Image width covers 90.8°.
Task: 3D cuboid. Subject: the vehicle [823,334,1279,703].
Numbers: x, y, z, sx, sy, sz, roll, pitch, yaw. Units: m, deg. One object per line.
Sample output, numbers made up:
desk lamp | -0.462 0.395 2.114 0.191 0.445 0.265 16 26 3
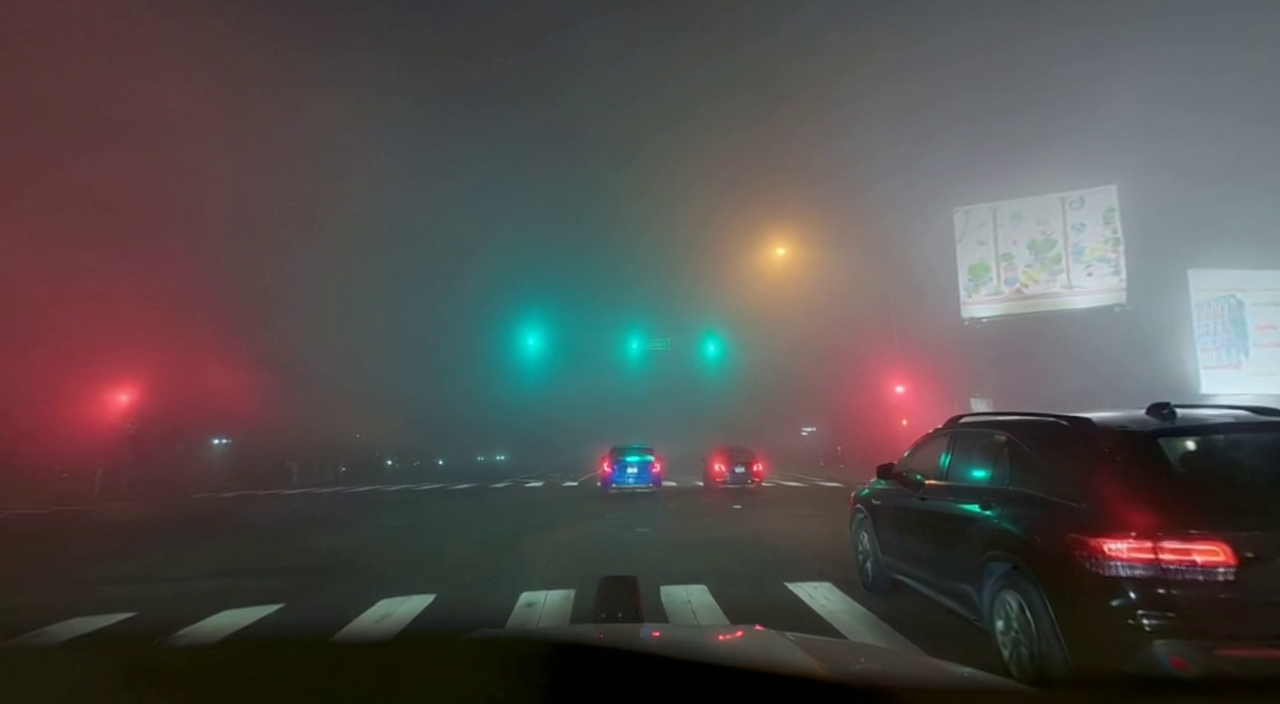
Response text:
vehicle | 3.001 1.132 4.435 2.047 1.785 4.357 0 -8 -1

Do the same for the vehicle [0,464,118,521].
vehicle | -19.167 4.329 19.733 1.942 1.453 4.448 -1 -8 0

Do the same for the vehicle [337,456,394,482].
vehicle | -19.160 8.151 44.342 1.942 1.628 4.721 0 -9 -1

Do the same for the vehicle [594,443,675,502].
vehicle | -0.180 3.400 18.288 2.095 1.502 3.873 0 -8 -1

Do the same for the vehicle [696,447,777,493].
vehicle | 3.232 4.042 22.060 2.009 1.414 4.416 0 -8 -2
